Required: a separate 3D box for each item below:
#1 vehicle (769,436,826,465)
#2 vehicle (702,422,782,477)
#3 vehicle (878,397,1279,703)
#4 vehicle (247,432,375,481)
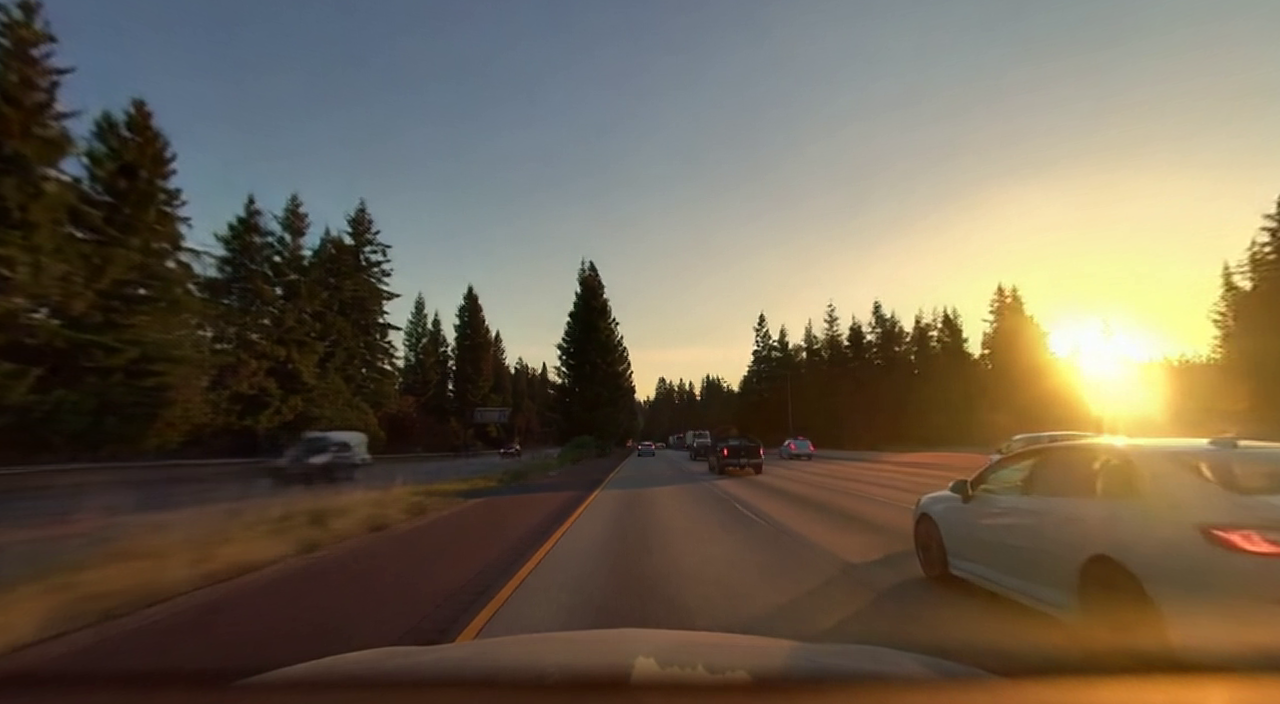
[{"bbox_3d":[8.754,5.527,35.319,2.002,1.500,4.715,0,-8,0],"label":"vehicle"},{"bbox_3d":[3.836,3.821,24.774,2.206,1.902,5.460,0,-8,0],"label":"vehicle"},{"bbox_3d":[3.339,1.114,3.819,1.904,1.453,4.789,0,-8,0],"label":"vehicle"},{"bbox_3d":[-14.608,4.686,28.449,2.636,1.959,5.813,-1,-8,1],"label":"vehicle"}]
